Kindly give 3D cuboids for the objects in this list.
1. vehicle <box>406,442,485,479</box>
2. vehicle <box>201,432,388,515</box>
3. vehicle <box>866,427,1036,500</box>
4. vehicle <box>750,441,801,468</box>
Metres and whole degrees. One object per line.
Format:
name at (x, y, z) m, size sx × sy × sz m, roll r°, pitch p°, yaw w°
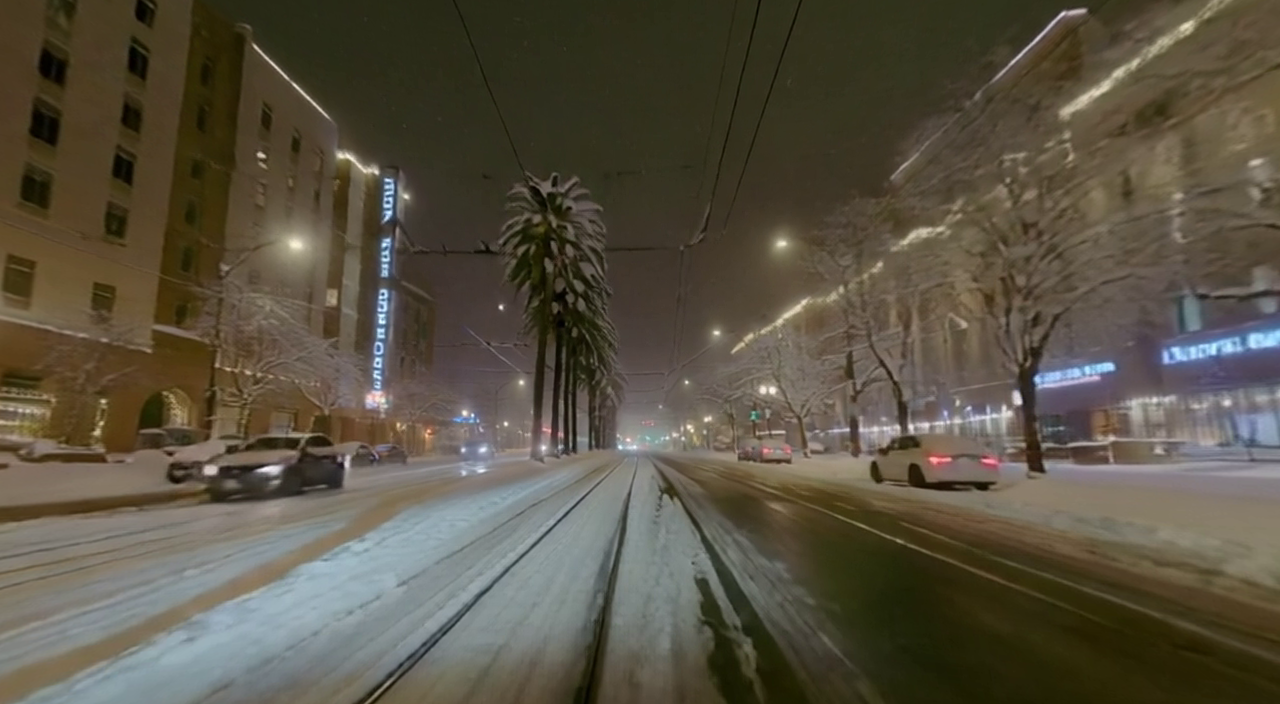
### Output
vehicle at (-8.450, 4.740, 27.832) m, size 2.046 × 1.475 × 4.426 m, roll 0°, pitch -8°, yaw 0°
vehicle at (-7.511, 2.651, 14.299) m, size 2.013 × 1.590 × 4.241 m, roll 1°, pitch -8°, yaw -3°
vehicle at (8.068, 2.928, 17.024) m, size 1.995 × 1.677 × 4.863 m, roll 0°, pitch -8°, yaw -1°
vehicle at (7.973, 6.085, 37.496) m, size 1.816 × 1.488 × 4.102 m, roll 1°, pitch -8°, yaw -5°
